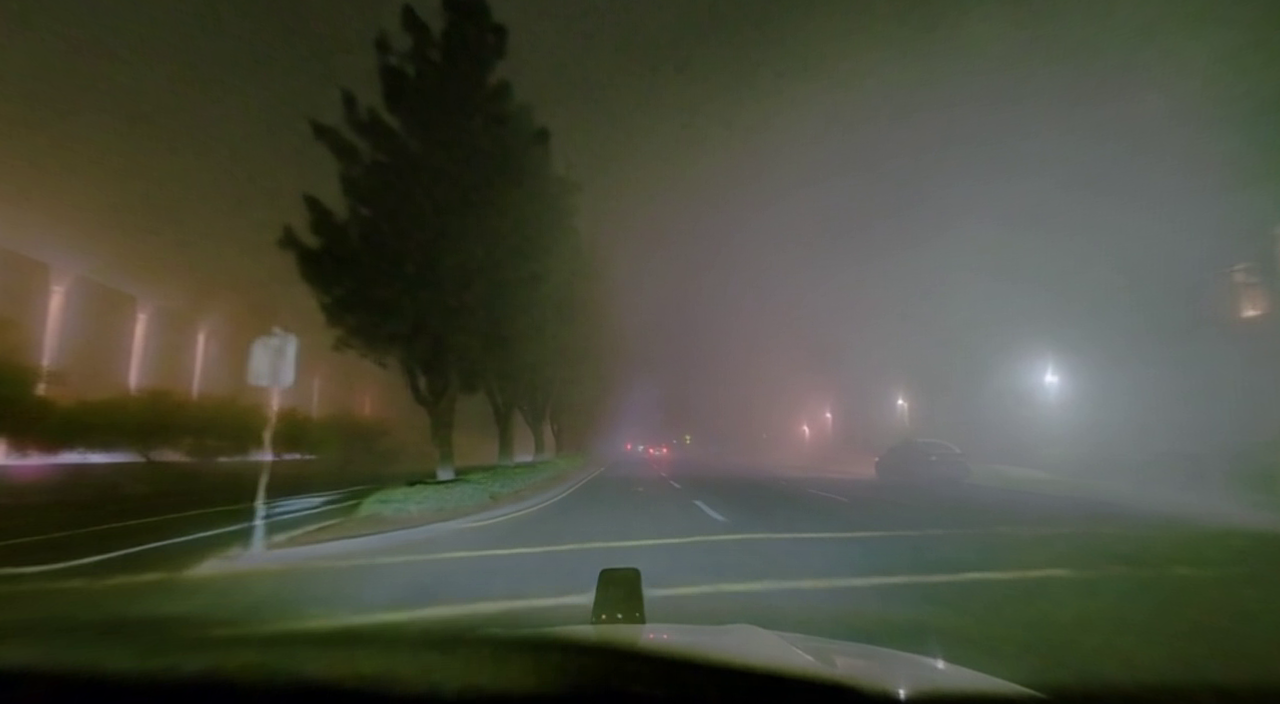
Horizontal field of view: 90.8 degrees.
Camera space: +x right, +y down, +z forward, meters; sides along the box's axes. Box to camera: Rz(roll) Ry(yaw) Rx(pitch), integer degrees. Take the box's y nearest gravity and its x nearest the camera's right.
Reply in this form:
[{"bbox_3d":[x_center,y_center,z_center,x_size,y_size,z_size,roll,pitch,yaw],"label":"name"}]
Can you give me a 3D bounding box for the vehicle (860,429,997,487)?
[{"bbox_3d":[9.765,3.633,21.969,2.065,1.732,5.036,0,-8,-4],"label":"vehicle"}]
